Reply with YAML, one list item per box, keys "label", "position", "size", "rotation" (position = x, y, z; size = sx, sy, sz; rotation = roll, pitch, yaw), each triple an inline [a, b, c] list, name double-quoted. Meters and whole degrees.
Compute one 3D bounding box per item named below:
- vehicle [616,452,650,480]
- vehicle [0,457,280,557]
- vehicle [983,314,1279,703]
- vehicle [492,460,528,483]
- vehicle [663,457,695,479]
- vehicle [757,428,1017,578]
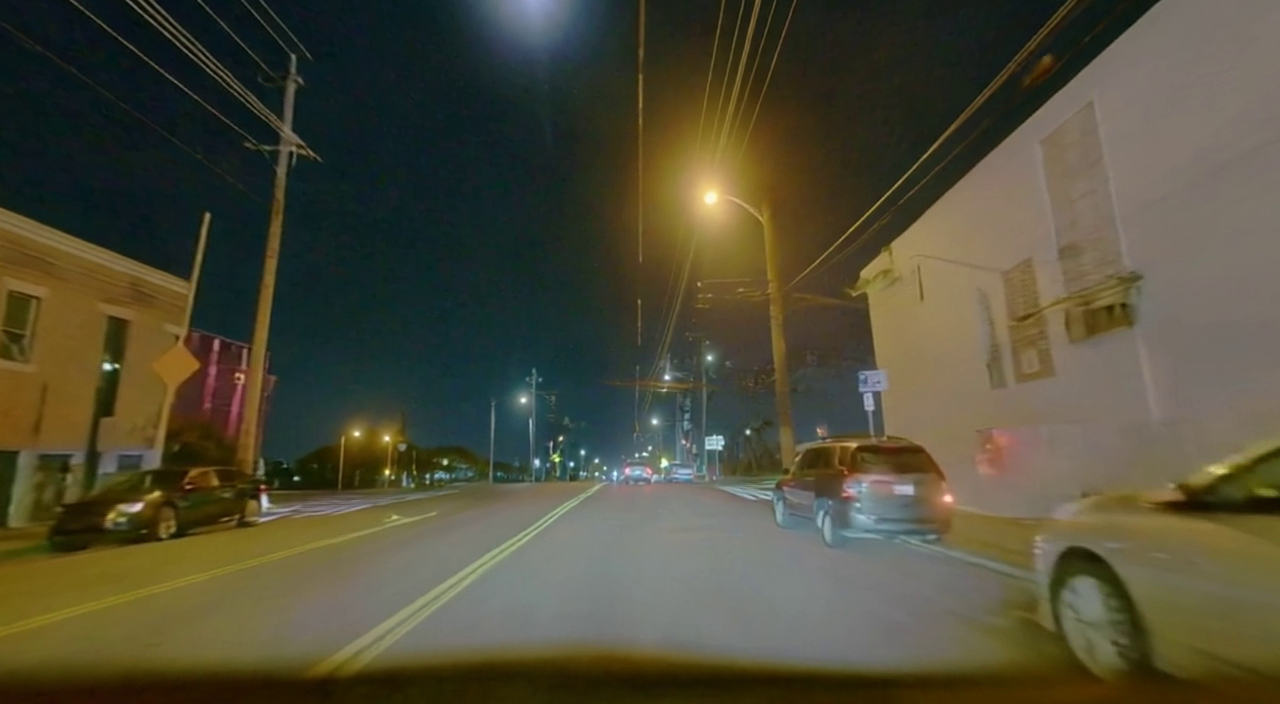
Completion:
- label: "vehicle"
  position: [-0.483, 7.762, 43.191]
  size: [2.190, 1.783, 4.048]
  rotation: [0, -9, 0]
- label: "vehicle"
  position: [-9.967, 3.118, 13.202]
  size: [2.079, 1.550, 4.865]
  rotation: [-3, -11, -1]
- label: "vehicle"
  position: [3.235, 0.671, 1.536]
  size: [2.102, 1.765, 4.674]
  rotation: [0, -9, -1]
- label: "vehicle"
  position: [-10.190, 9.443, 49.789]
  size: [1.923, 1.542, 4.572]
  rotation: [-4, -12, -1]
- label: "vehicle"
  position: [2.922, 8.778, 48.116]
  size: [1.910, 1.512, 4.274]
  rotation: [0, -9, -3]
- label: "vehicle"
  position: [3.144, 2.016, 9.334]
  size: [1.941, 1.634, 4.674]
  rotation: [0, -9, 0]
